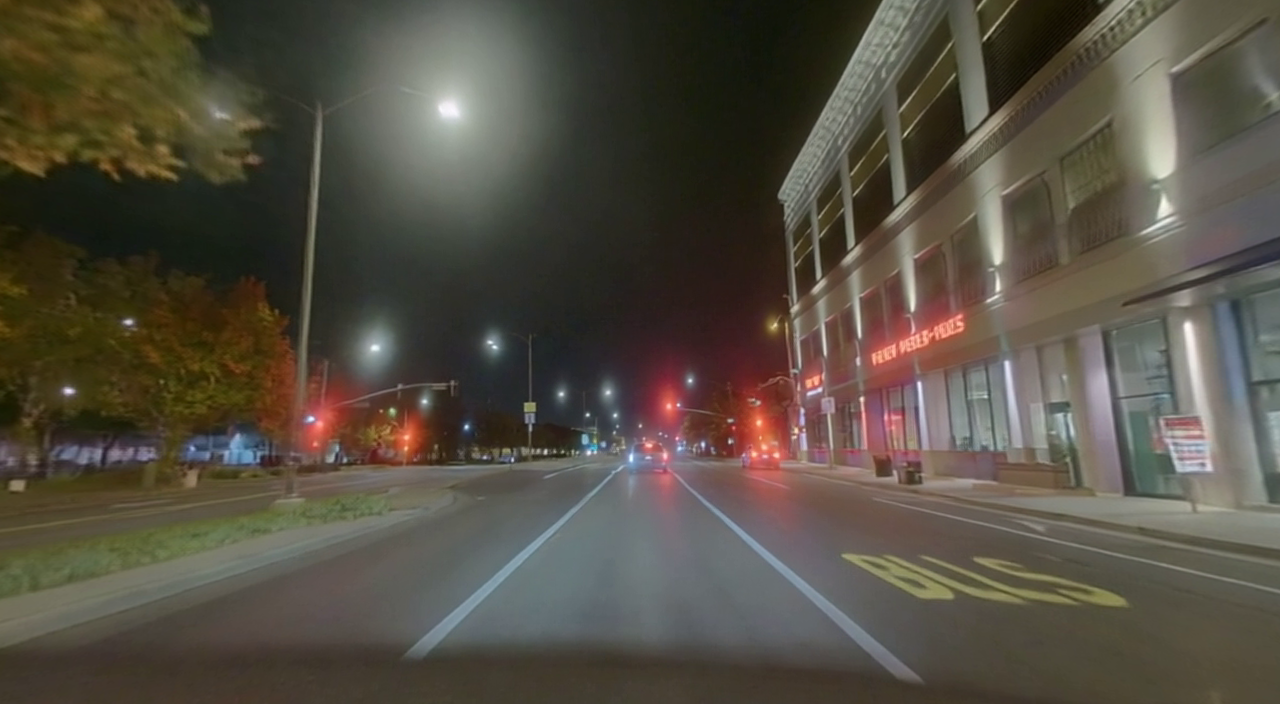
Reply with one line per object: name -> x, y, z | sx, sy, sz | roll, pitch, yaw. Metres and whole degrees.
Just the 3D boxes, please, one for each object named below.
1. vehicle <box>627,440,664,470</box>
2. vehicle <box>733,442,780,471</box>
vehicle -> 0.359, 6.512, 40.068 | 2.223, 1.775, 4.250 | 0, -9, 1
vehicle -> 7.489, 6.767, 41.079 | 1.987, 1.772, 4.749 | 0, -9, -3
